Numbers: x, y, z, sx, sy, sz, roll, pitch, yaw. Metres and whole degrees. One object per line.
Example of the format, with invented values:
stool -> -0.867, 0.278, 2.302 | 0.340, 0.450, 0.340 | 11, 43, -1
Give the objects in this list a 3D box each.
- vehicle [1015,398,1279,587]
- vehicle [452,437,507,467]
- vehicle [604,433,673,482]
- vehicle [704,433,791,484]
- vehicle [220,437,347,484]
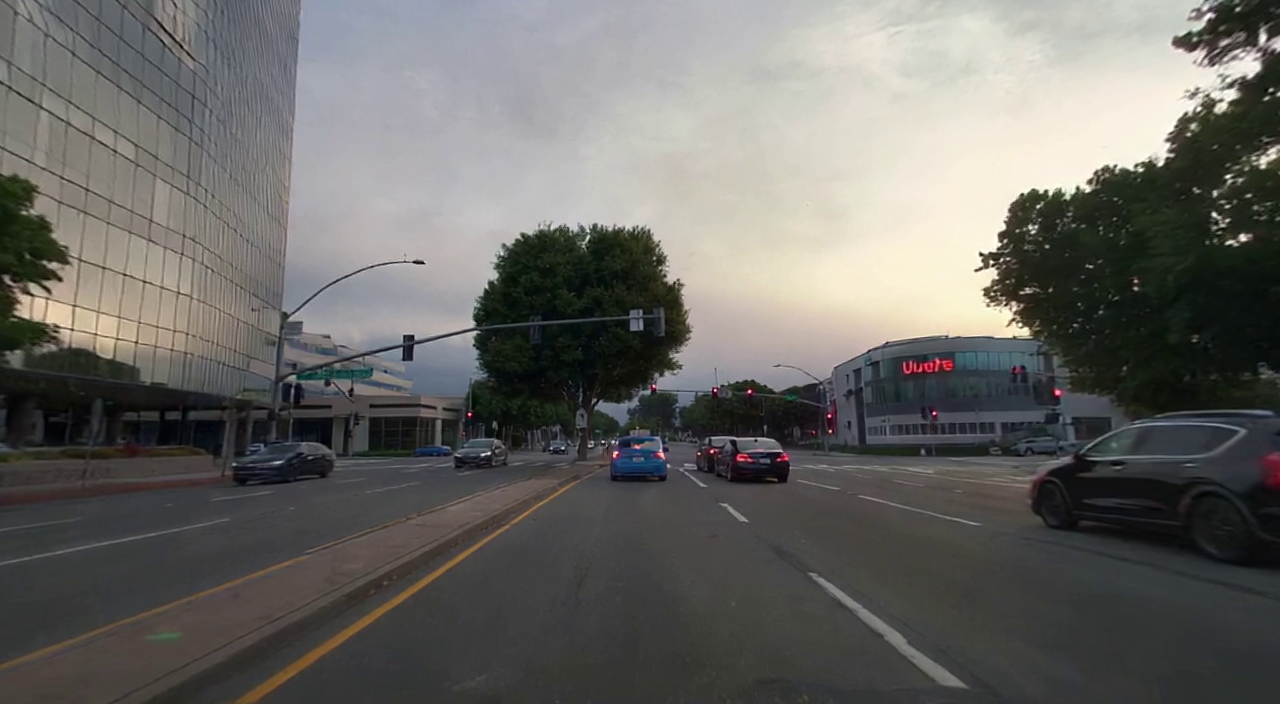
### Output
vehicle -> 7.167, 1.608, 7.759 | 2.177, 1.774, 4.743 | 0, -9, 0
vehicle -> -8.699, 5.461, 34.606 | 1.965, 1.530, 3.883 | 0, -9, 0
vehicle -> -0.071, 3.502, 21.168 | 2.087, 1.468, 4.014 | 0, -9, -1
vehicle -> 3.454, 3.530, 21.195 | 2.018, 1.491, 4.544 | 0, -9, -1
vehicle -> -12.794, 3.919, 23.056 | 1.930, 1.529, 4.303 | 0, -9, 3
